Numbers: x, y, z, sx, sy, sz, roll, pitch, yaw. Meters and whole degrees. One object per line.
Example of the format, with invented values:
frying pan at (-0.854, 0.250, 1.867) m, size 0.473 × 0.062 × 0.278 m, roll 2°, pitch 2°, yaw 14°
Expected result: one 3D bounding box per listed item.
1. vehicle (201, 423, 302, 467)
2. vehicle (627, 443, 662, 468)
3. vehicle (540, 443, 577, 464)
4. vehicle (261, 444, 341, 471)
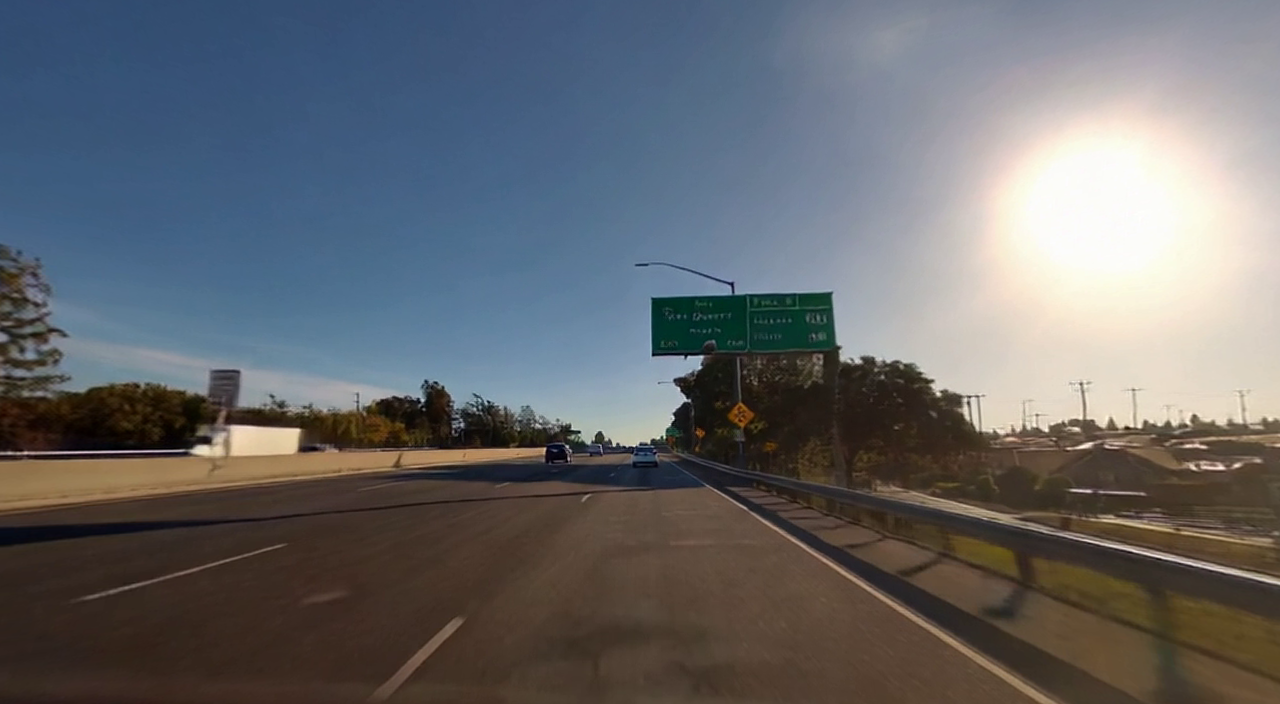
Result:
vehicle at (-23.118, 5.579, 37.905) m, size 2.281 × 2.427 × 5.640 m, roll 0°, pitch -8°, yaw 2°
vehicle at (0.259, 6.395, 39.037) m, size 2.051 × 1.443 × 3.770 m, roll 0°, pitch -8°, yaw 1°
vehicle at (-6.009, 7.545, 47.145) m, size 2.075 × 1.528 × 4.327 m, roll 0°, pitch -8°, yaw 2°
vehicle at (-19.847, 6.185, 37.183) m, size 1.997 × 1.489 × 4.592 m, roll 0°, pitch -8°, yaw 2°
